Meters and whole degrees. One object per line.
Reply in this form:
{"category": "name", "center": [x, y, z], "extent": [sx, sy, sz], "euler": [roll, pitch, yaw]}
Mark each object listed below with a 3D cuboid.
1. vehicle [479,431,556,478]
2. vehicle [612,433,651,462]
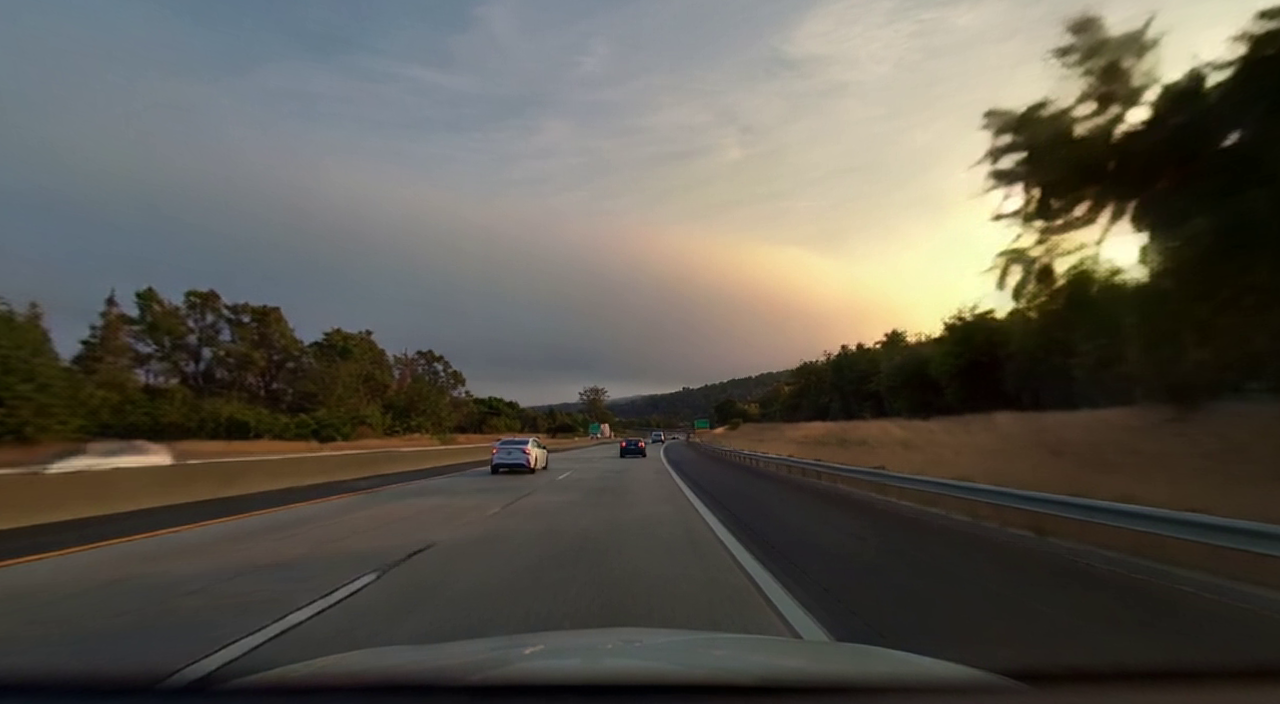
{"category": "vehicle", "center": [-4.674, 3.979, 24.772], "extent": [2.075, 1.653, 4.317], "euler": [-1, -8, 1]}
{"category": "vehicle", "center": [-0.498, 5.661, 37.437], "extent": [2.146, 1.636, 4.026], "euler": [0, -8, -1]}
